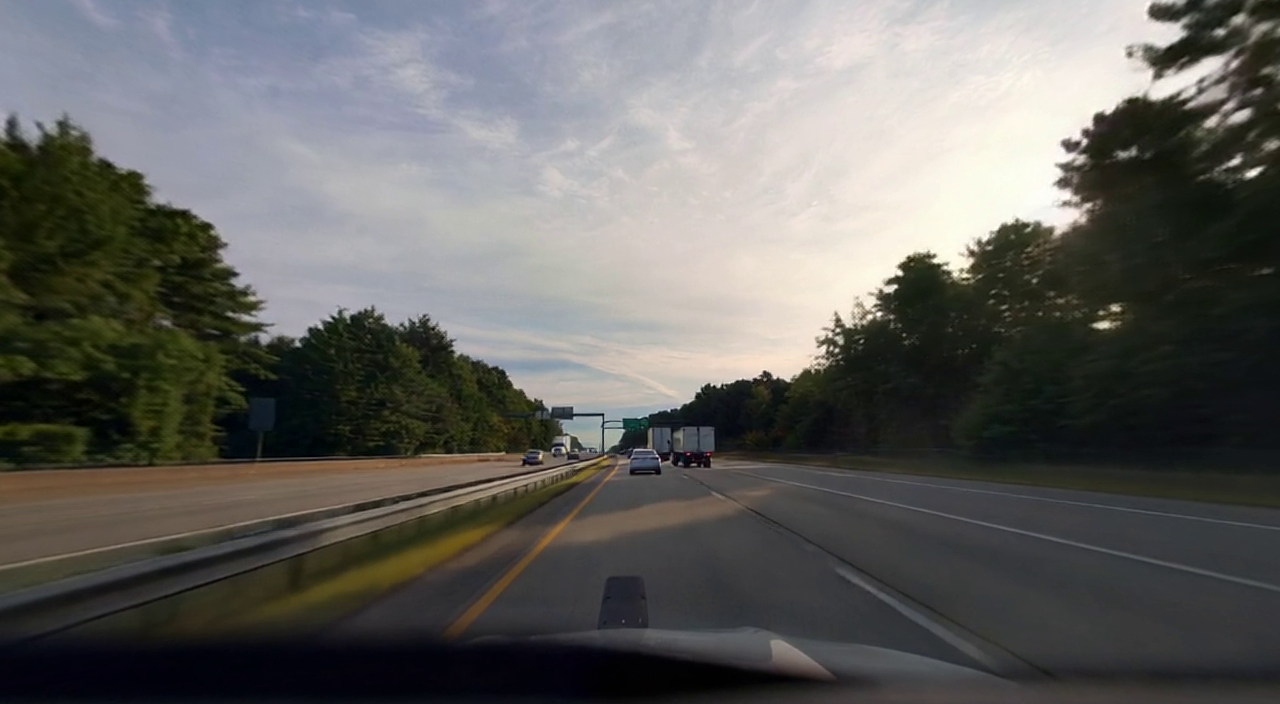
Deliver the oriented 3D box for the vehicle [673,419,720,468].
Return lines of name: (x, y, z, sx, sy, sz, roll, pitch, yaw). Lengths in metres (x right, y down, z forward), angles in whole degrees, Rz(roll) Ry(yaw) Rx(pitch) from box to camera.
vehicle: (4.066, 6.828, 46.909, 2.600, 3.282, 7.635, 0, -9, -1)

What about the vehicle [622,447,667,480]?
vehicle: (0.195, 5.428, 30.941, 2.069, 1.523, 4.012, 0, -9, 0)
